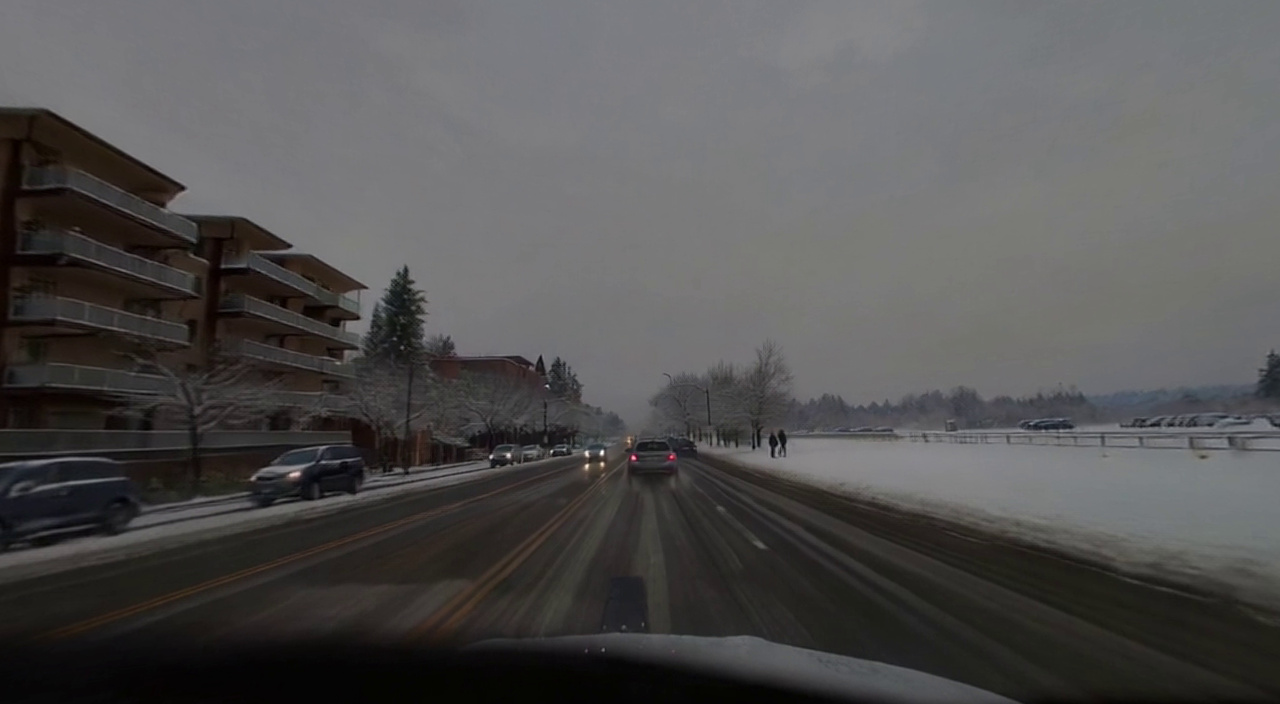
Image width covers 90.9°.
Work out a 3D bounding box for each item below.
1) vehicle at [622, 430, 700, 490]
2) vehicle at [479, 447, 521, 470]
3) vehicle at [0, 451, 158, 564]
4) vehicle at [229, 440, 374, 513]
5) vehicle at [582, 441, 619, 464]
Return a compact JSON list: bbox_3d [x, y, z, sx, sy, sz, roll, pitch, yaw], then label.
[{"bbox_3d":[0.596,3.261,19.281,2.132,1.632,3.838,0,-8,0],"label":"vehicle"},{"bbox_3d":[-10.035,7.638,45.449,1.839,1.474,4.694,-1,-9,1],"label":"vehicle"},{"bbox_3d":[-10.390,2.513,10.252,1.932,1.607,4.191,-4,-8,-2],"label":"vehicle"},{"bbox_3d":[-10.206,3.728,19.507,2.032,1.833,4.465,-3,-8,0],"label":"vehicle"},{"bbox_3d":[-2.565,6.629,41.734,2.104,1.455,4.199,-1,-9,2],"label":"vehicle"}]
